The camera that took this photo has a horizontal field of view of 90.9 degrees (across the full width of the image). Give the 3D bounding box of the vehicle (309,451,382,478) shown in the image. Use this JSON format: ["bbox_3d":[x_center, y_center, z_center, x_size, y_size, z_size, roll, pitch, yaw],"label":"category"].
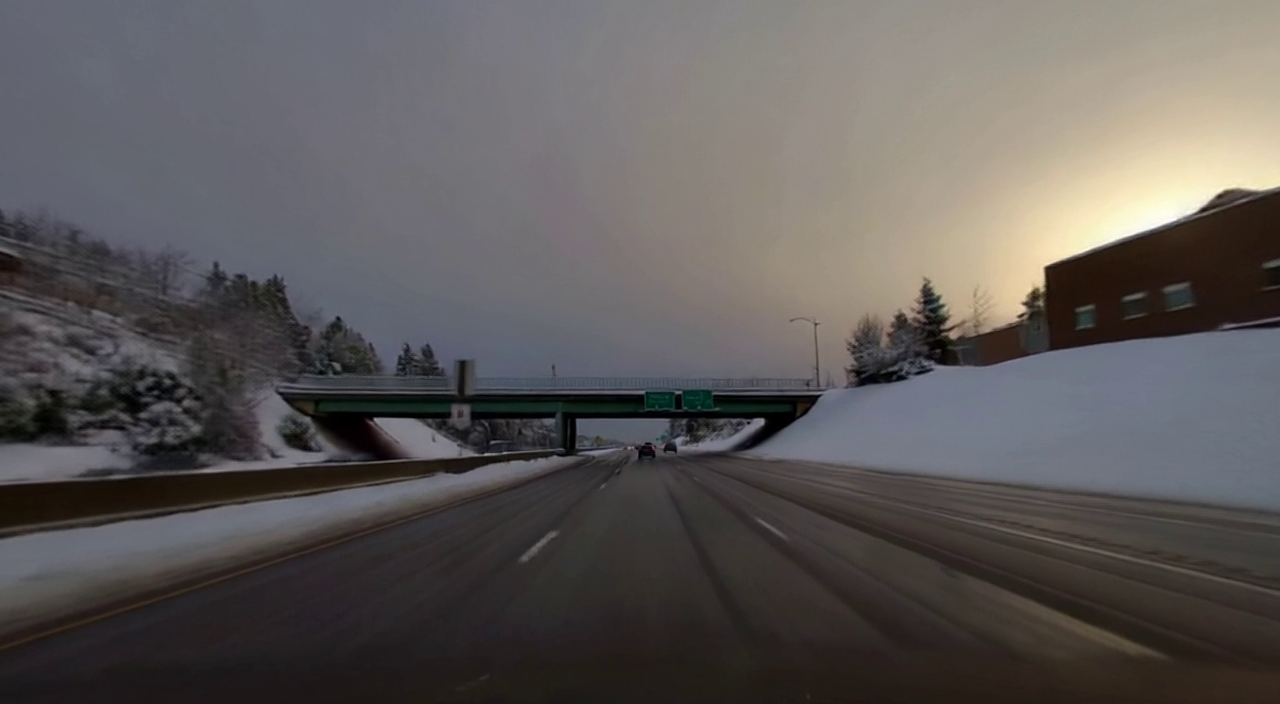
[{"bbox_3d":[-18.240,6.975,39.353,2.143,1.478,4.829,0,-8,1],"label":"vehicle"}]

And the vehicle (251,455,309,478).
[{"bbox_3d":[-25.111,7.976,44.108,1.791,1.520,3.763,0,-8,1],"label":"vehicle"}]

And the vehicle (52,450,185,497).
[{"bbox_3d":[-21.421,4.949,26.169,1.902,1.751,4.150,0,-8,0],"label":"vehicle"}]
